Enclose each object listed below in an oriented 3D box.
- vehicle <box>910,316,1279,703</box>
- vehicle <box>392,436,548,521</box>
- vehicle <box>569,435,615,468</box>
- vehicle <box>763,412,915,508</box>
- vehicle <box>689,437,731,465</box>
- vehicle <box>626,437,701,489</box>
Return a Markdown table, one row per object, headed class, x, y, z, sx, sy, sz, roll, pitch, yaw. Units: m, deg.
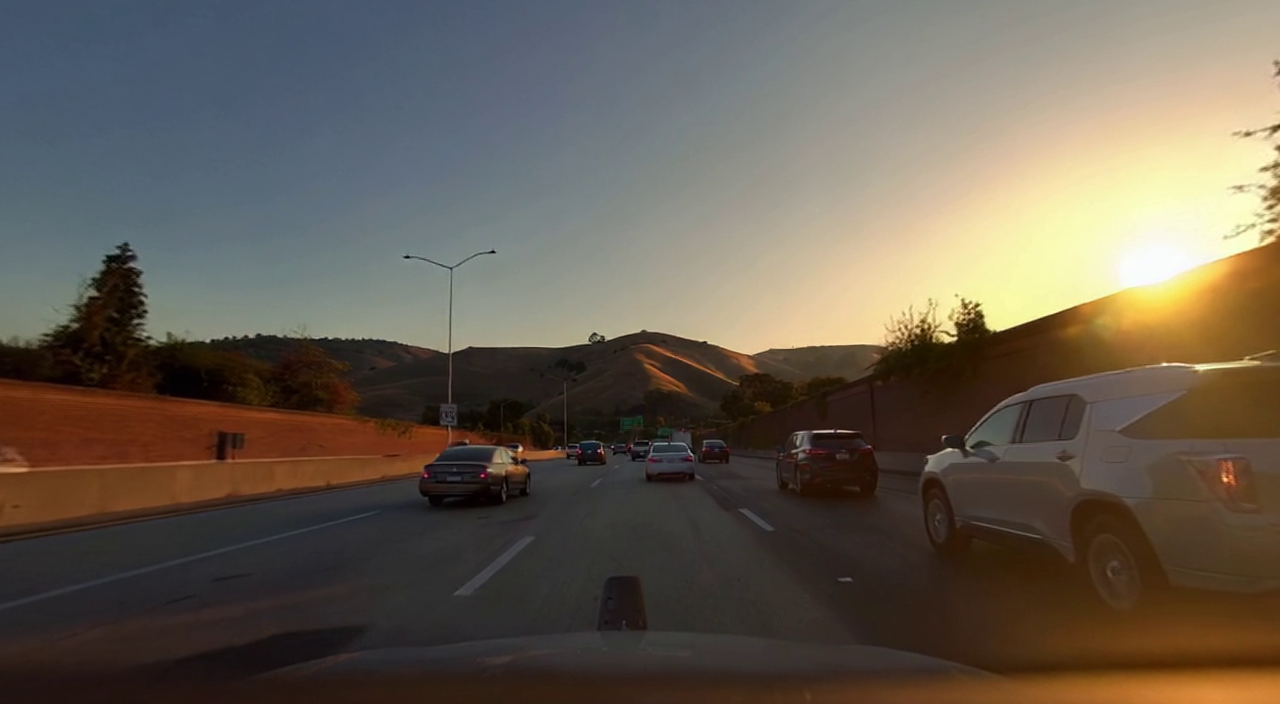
| class | x | y | z | sx | sy | sz | roll | pitch | yaw |
| --- | --- | --- | --- | --- | --- | --- | --- | --- | --- |
| vehicle | 3.765 | 0.992 | 4.294 | 1.930 | 1.831 | 4.344 | 0 | -8 | 0 |
| vehicle | -3.302 | 2.526 | 13.234 | 1.961 | 1.456 | 4.362 | 0 | -8 | 1 |
| vehicle | -2.748 | 5.822 | 37.049 | 2.154 | 1.793 | 4.736 | 0 | -8 | 2 |
| vehicle | 4.322 | 2.434 | 14.621 | 1.970 | 1.872 | 4.575 | 0 | -8 | -1 |
| vehicle | 3.871 | 5.522 | 35.322 | 1.855 | 1.513 | 3.915 | 0 | -8 | 0 |
| vehicle | 0.659 | 3.432 | 19.861 | 2.105 | 1.471 | 3.978 | 0 | -8 | 0 |
